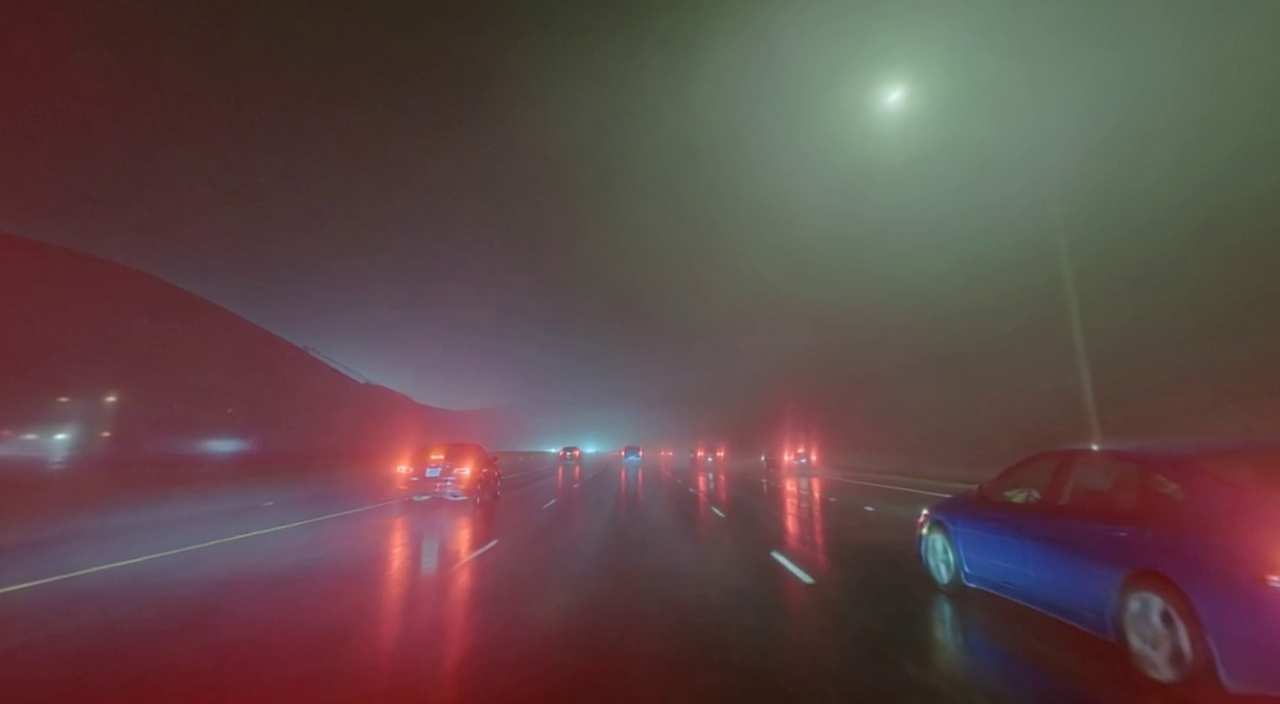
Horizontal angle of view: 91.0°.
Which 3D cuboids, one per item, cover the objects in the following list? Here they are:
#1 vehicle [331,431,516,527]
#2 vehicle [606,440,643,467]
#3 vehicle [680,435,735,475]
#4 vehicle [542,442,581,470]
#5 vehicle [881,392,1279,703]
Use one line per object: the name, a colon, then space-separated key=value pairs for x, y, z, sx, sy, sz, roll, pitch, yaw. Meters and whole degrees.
vehicle: x=-3.858 y=2.339 z=12.149 sx=1.993 sy=1.500 sz=4.248 roll=0 pitch=-9 yaw=1
vehicle: x=-0.955 y=6.253 z=38.906 sx=2.147 sy=1.572 sz=4.094 roll=0 pitch=-9 yaw=-1
vehicle: x=3.313 y=5.201 z=32.001 sx=2.222 sy=1.820 sz=4.733 roll=0 pitch=-9 yaw=-1
vehicle: x=-4.393 y=5.880 z=35.810 sx=1.796 sy=1.464 sz=3.839 roll=0 pitch=-9 yaw=-1
vehicle: x=3.257 y=1.074 z=3.250 sx=2.136 sy=1.511 sz=4.706 roll=0 pitch=-9 yaw=0
